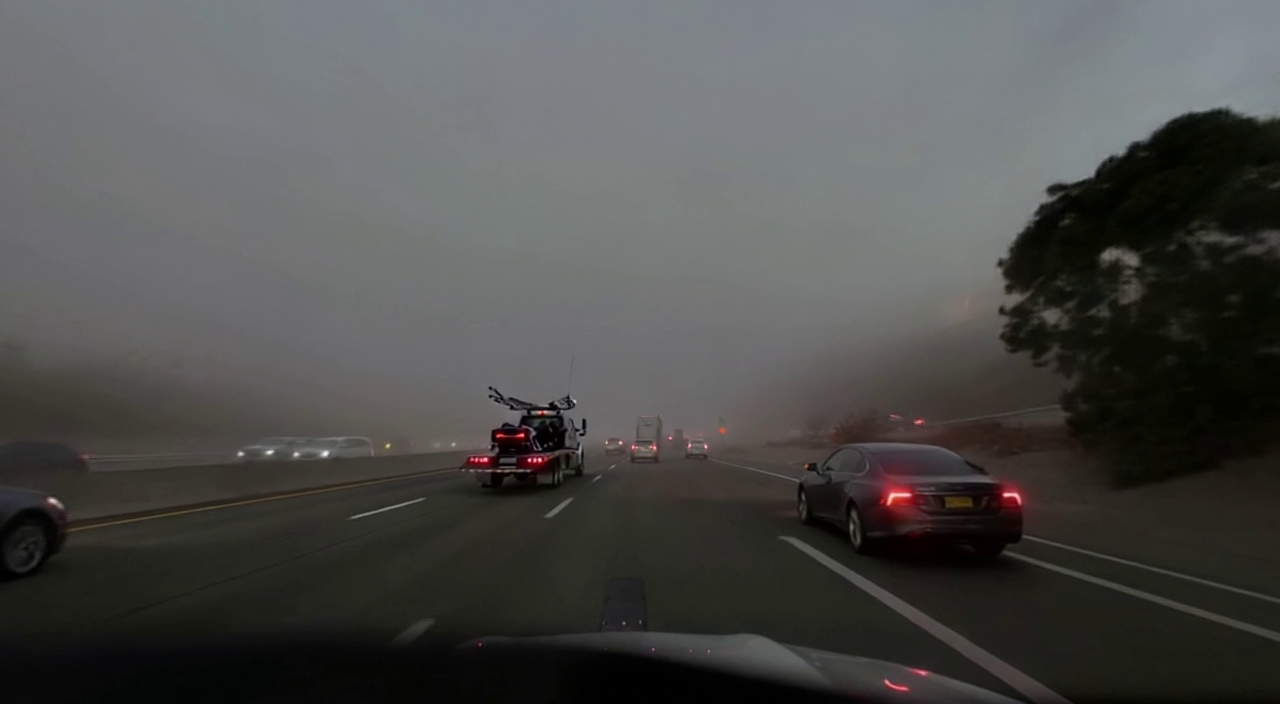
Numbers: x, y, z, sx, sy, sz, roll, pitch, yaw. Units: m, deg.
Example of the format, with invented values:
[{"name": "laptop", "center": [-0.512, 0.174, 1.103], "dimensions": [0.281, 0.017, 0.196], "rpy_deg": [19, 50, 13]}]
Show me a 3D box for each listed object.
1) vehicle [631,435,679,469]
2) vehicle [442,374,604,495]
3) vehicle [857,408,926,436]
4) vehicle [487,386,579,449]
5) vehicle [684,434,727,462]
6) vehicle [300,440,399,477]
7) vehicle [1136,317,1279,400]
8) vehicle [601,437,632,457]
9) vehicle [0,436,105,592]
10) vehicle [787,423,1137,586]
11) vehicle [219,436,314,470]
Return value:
[{"name": "vehicle", "center": [0.671, 4.660, 29.521], "dimensions": [2.079, 1.499, 3.915], "rpy_deg": [0, -8, 1]}, {"name": "vehicle", "center": [-3.144, 2.744, 20.569], "dimensions": [3.162, 2.955, 10.282], "rpy_deg": [0, -8, 1]}, {"name": "vehicle", "center": [14.044, 4.000, 35.530], "dimensions": [1.930, 1.454, 4.126], "rpy_deg": [1, -8, -4]}, {"name": "vehicle", "center": [-3.112, 2.115, 19.424], "dimensions": [1.893, 1.674, 4.766], "rpy_deg": [0, -8, 1]}, {"name": "vehicle", "center": [3.968, 5.943, 39.117], "dimensions": [2.075, 1.614, 4.682], "rpy_deg": [0, -8, -1]}, {"name": "vehicle", "center": [-12.755, 4.687, 28.052], "dimensions": [2.109, 1.471, 4.367], "rpy_deg": [0, -8, 3]}, {"name": "vehicle", "center": [15.565, 0.254, 16.157], "dimensions": [1.979, 1.616, 4.268], "rpy_deg": [1, -8, -5]}, {"name": "vehicle", "center": [-1.763, 7.425, 49.354], "dimensions": [2.016, 1.450, 4.310], "rpy_deg": [0, -8, 3]}, {"name": "vehicle", "center": [-6.814, 1.262, 4.295], "dimensions": [1.964, 1.395, 4.948], "rpy_deg": [0, -8, 1]}, {"name": "vehicle", "center": [3.488, 1.720, 8.012], "dimensions": [2.040, 1.481, 4.260], "rpy_deg": [0, -8, -3]}, {"name": "vehicle", "center": [-19.395, 5.245, 33.020], "dimensions": [2.043, 1.619, 4.442], "rpy_deg": [0, -8, 3]}]
